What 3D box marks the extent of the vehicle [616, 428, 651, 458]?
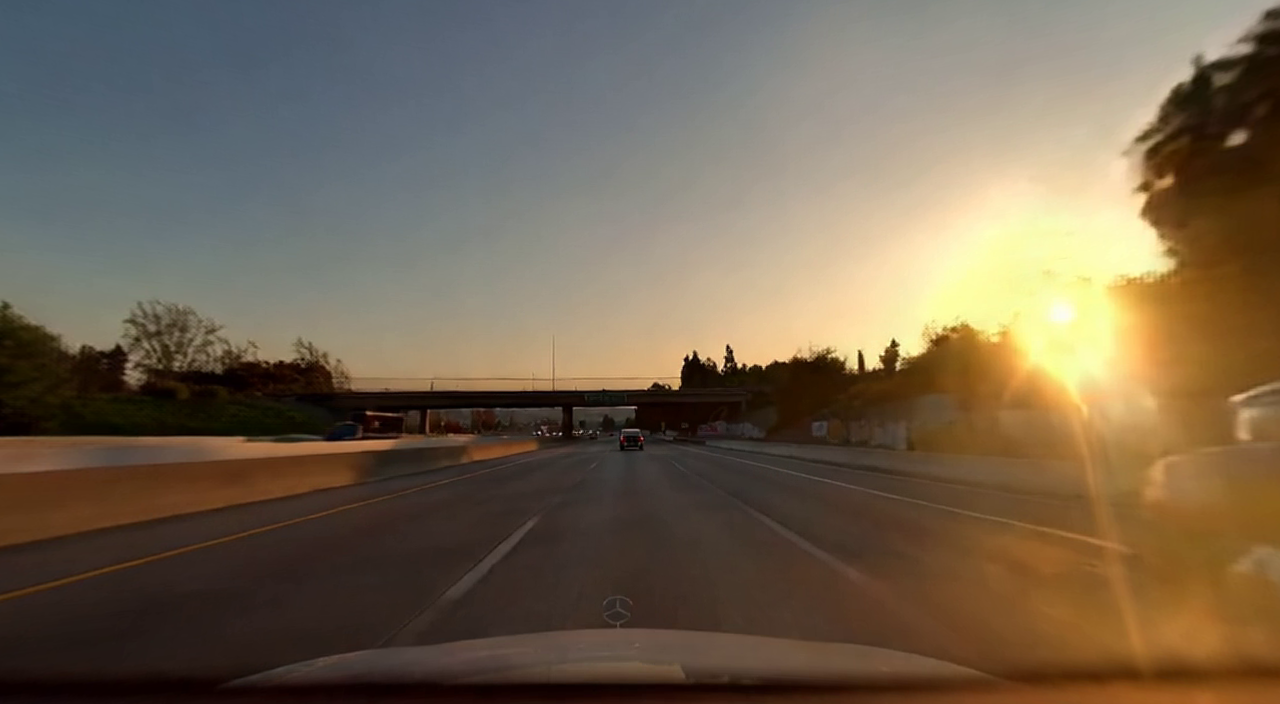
[{"bbox_3d":[-0.500,6.250,43.510,2.277,1.913,4.510,0,-8,-2],"label":"vehicle"}]
